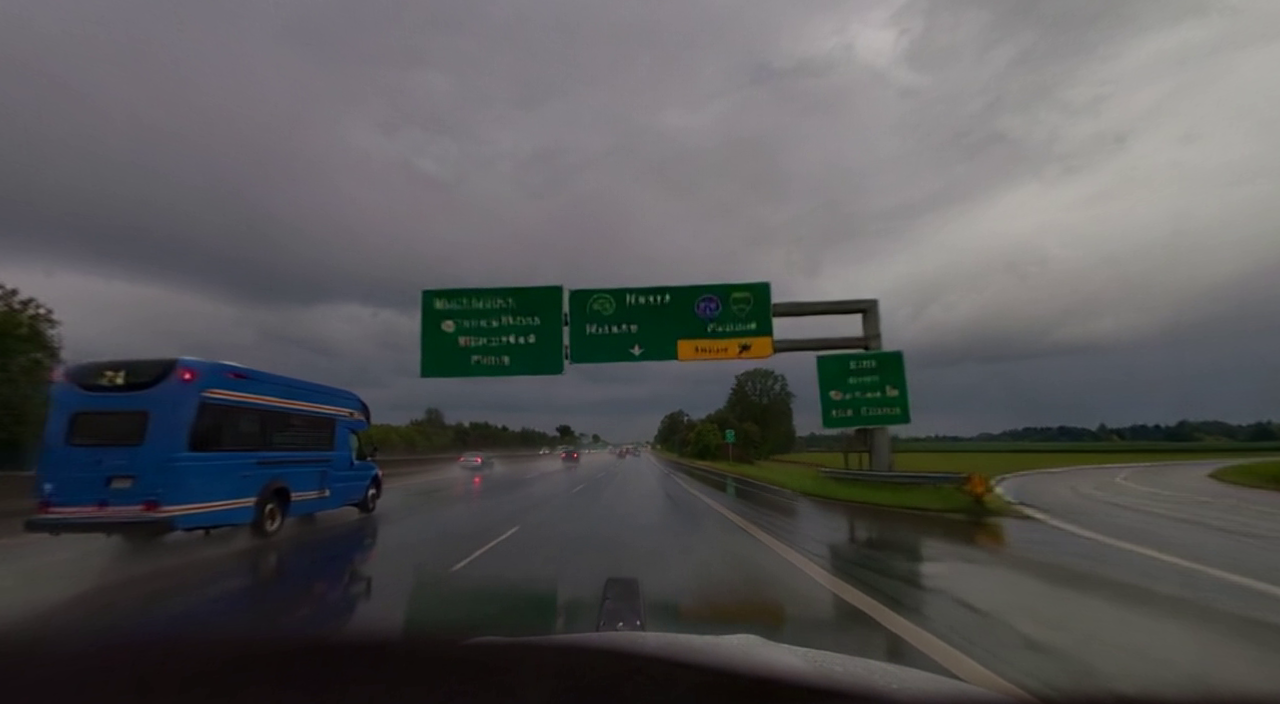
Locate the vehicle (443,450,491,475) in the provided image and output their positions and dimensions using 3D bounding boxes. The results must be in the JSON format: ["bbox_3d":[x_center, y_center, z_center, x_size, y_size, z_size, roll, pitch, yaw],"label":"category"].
[{"bbox_3d":[-11.413,7.284,41.869,1.981,1.503,4.207,0,-9,1],"label":"vehicle"}]

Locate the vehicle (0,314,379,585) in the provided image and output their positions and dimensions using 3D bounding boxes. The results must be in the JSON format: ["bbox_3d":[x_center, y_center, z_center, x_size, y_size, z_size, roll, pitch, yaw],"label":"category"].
[{"bbox_3d":[-7.376,1.580,10.582,2.747,2.934,7.411,0,-9,0],"label":"vehicle"}]
